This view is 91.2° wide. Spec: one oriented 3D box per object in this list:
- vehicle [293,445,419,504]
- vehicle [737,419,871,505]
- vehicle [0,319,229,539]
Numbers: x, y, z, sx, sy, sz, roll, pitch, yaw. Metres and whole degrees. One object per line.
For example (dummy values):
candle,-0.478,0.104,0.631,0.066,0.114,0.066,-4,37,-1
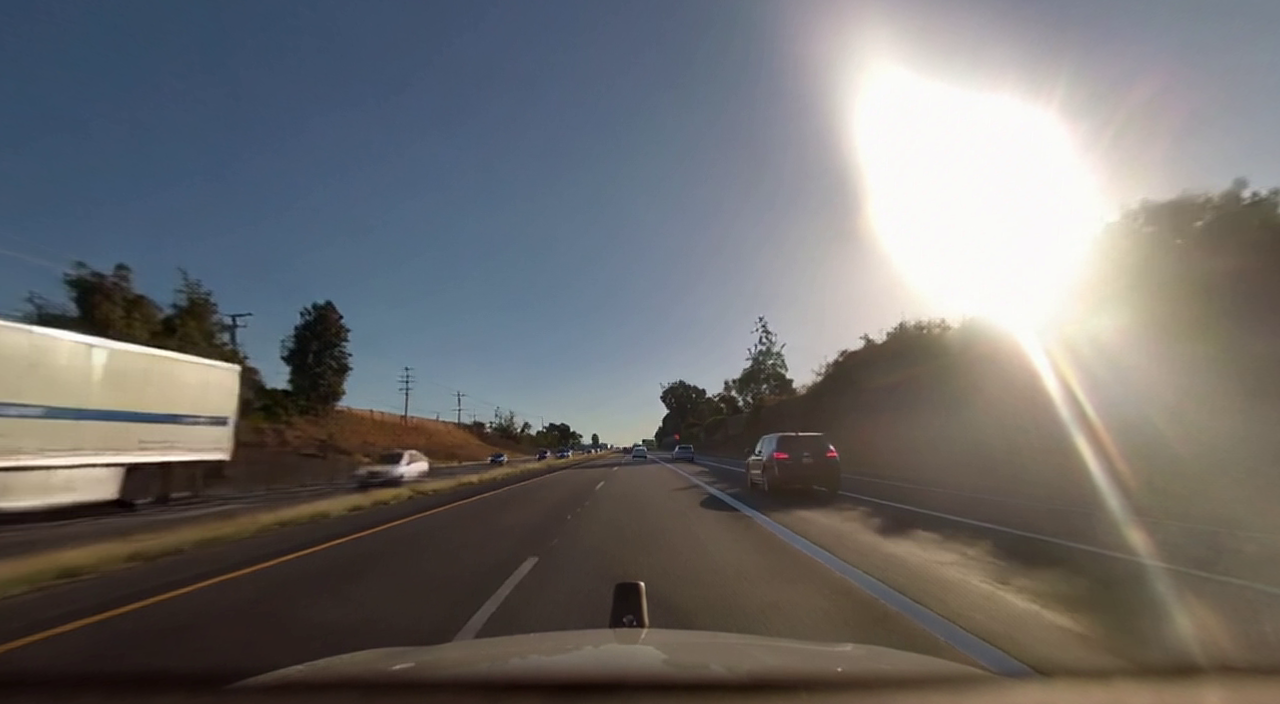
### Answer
vehicle,-9.088,3.931,20.545,2.088,1.678,4.314,0,-9,0
vehicle,4.119,2.901,16.856,2.177,1.914,5.245,0,-9,0
vehicle,-13.619,1.408,11.476,2.965,4.111,13.756,0,-9,-1
